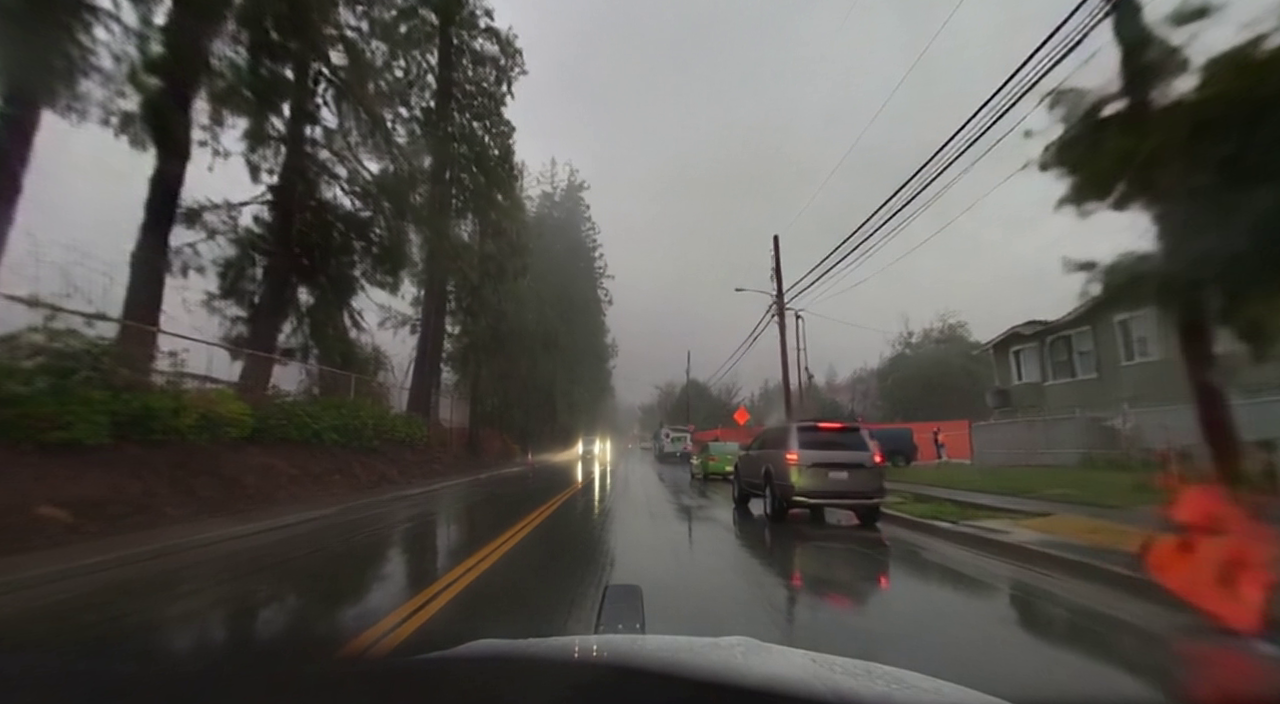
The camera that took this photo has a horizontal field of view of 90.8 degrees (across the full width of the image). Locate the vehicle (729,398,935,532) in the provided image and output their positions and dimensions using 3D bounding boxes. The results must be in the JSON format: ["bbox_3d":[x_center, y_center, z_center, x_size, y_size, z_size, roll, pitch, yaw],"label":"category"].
[{"bbox_3d":[3.176,2.044,11.827,2.293,1.957,4.934,0,-9,0],"label":"vehicle"}]

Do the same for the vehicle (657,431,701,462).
[{"bbox_3d":[2.782,7.044,46.863,2.759,2.114,6.152,0,-9,-1],"label":"vehicle"}]

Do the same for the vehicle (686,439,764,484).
[{"bbox_3d":[2.989,3.988,23.247,2.006,1.482,4.722,1,-9,-3],"label":"vehicle"}]
